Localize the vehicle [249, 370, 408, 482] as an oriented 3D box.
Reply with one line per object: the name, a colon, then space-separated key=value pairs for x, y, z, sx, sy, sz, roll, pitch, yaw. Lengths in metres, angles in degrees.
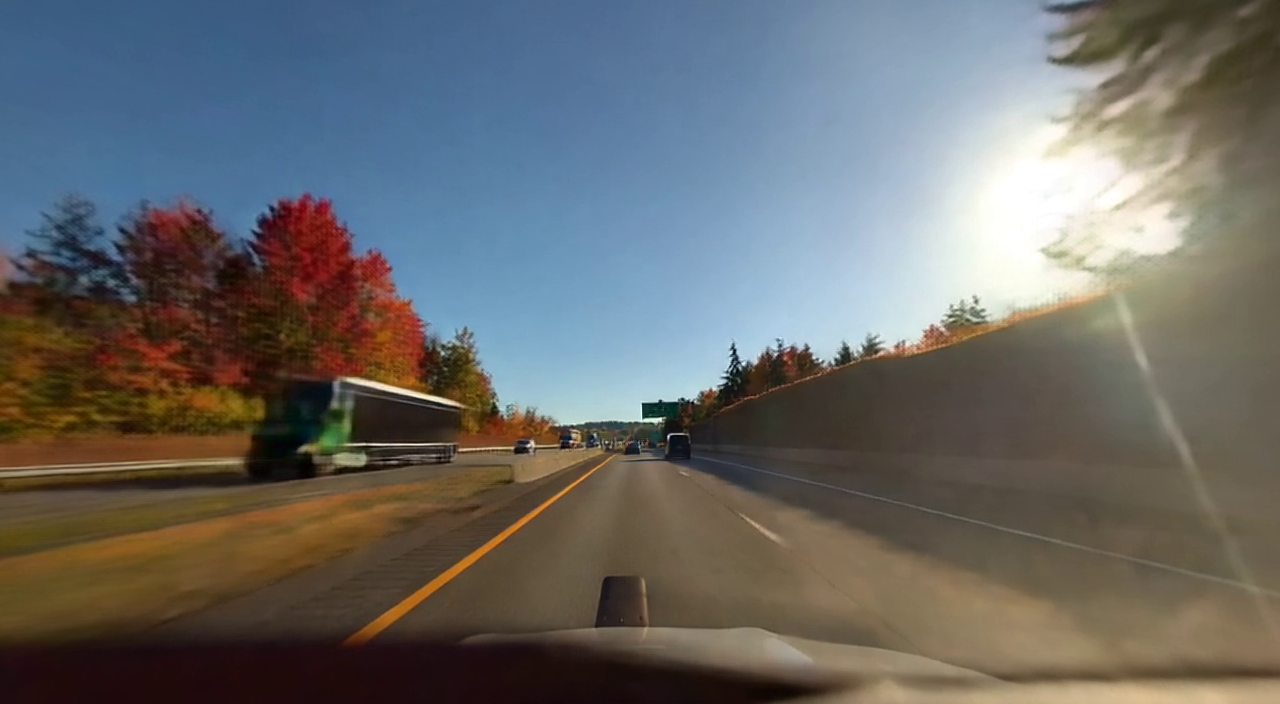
vehicle: x=-12.282 y=3.059 z=25.699 sx=2.942 sy=3.946 sz=6.482 roll=0 pitch=-8 yaw=1

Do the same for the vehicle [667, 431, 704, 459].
vehicle: x=3.452 y=7.218 z=49.133 sx=2.393 sy=2.072 sz=4.958 roll=0 pitch=-8 yaw=-1
